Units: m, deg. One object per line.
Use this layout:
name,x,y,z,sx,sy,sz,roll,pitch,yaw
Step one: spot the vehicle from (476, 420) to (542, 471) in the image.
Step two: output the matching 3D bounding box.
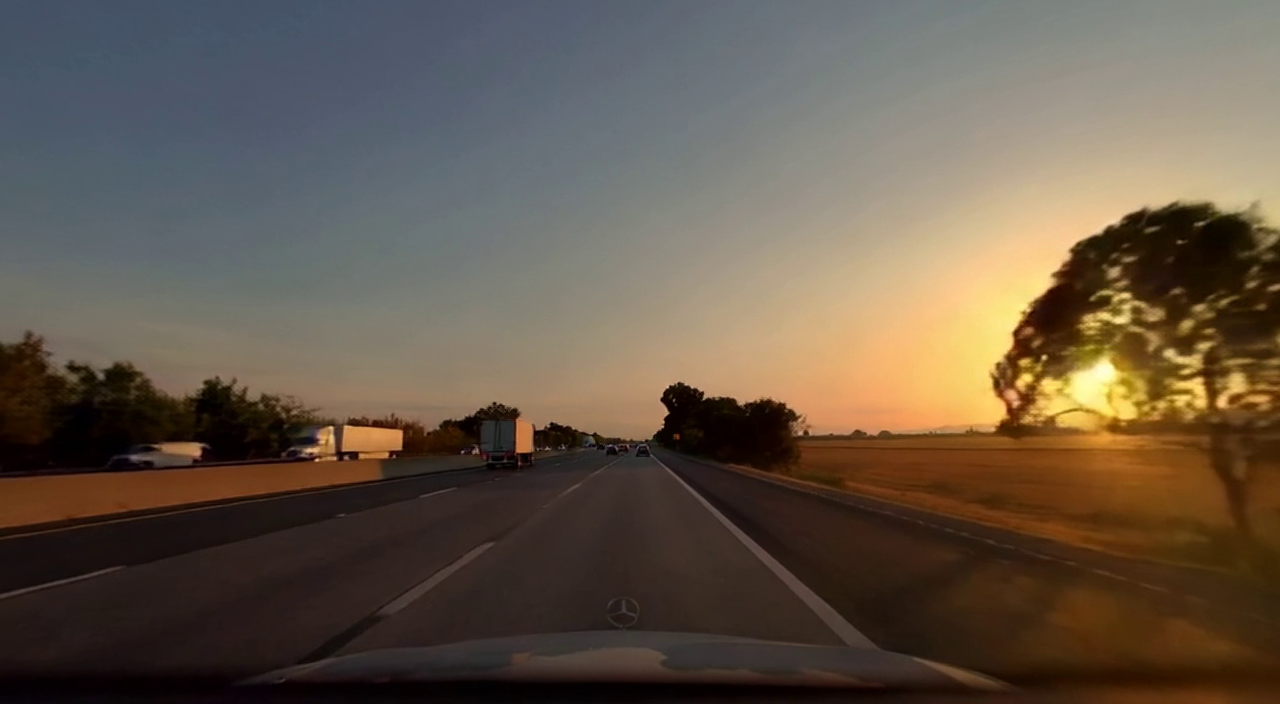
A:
vehicle,-7.423,5.450,36.515,2.444,2.685,5.893,0,-9,1

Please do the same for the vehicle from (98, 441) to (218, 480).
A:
vehicle,-37.025,8.331,48.814,3.173,2.754,7.530,-1,-9,1
